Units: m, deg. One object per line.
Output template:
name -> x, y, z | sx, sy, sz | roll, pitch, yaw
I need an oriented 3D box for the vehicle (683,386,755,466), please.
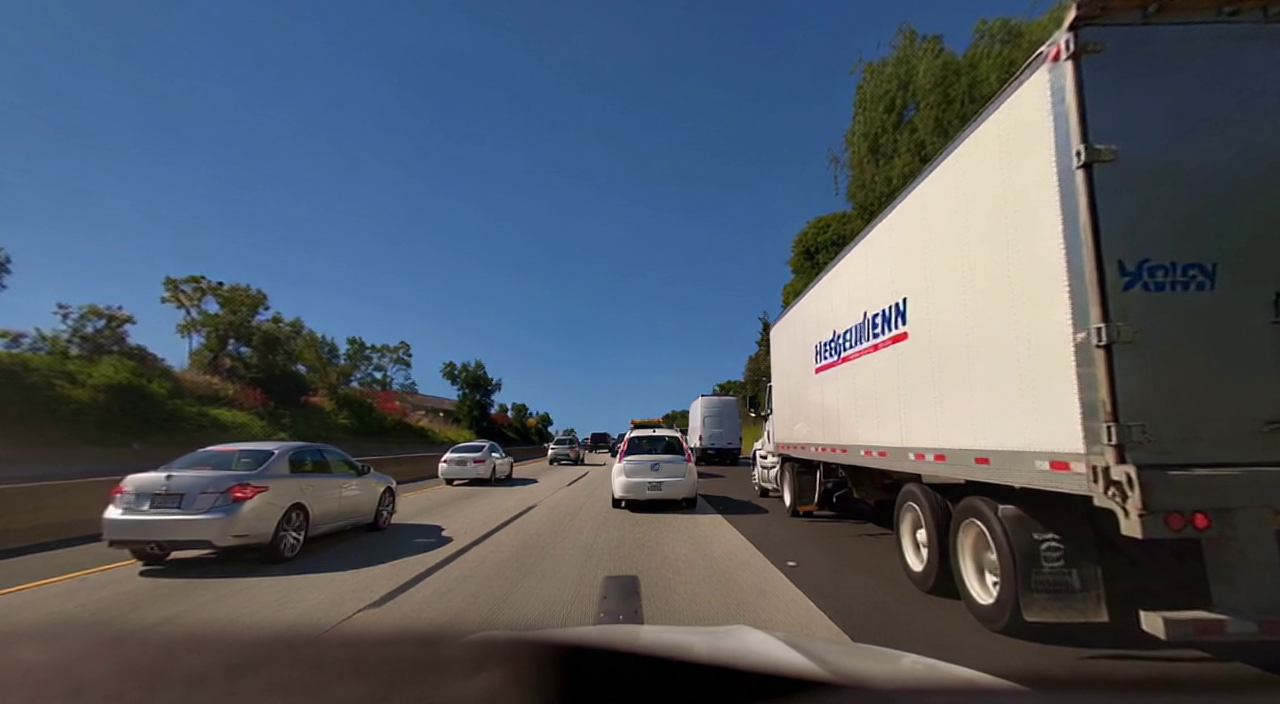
vehicle -> 4.514, 4.762, 39.533 | 2.892, 4.101, 14.252 | 0, -8, 1

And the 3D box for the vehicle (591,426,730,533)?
vehicle -> 0.284, 2.056, 10.792 | 1.973, 1.505, 3.568 | 0, -8, 0

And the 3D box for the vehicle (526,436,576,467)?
vehicle -> -4.598, 5.194, 33.270 | 1.887, 1.493, 4.411 | 0, -8, 1

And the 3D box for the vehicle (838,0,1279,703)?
vehicle -> 4.065, -0.488, 0.833 | 2.817, 3.989, 14.321 | 0, -8, -1

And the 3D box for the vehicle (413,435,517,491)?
vehicle -> -5.018, 3.205, 18.631 | 1.880, 1.458, 3.978 | 0, -8, 1

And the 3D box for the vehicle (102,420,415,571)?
vehicle -> -4.557, 1.718, 8.321 | 1.821, 1.514, 3.677 | 0, -8, 0
